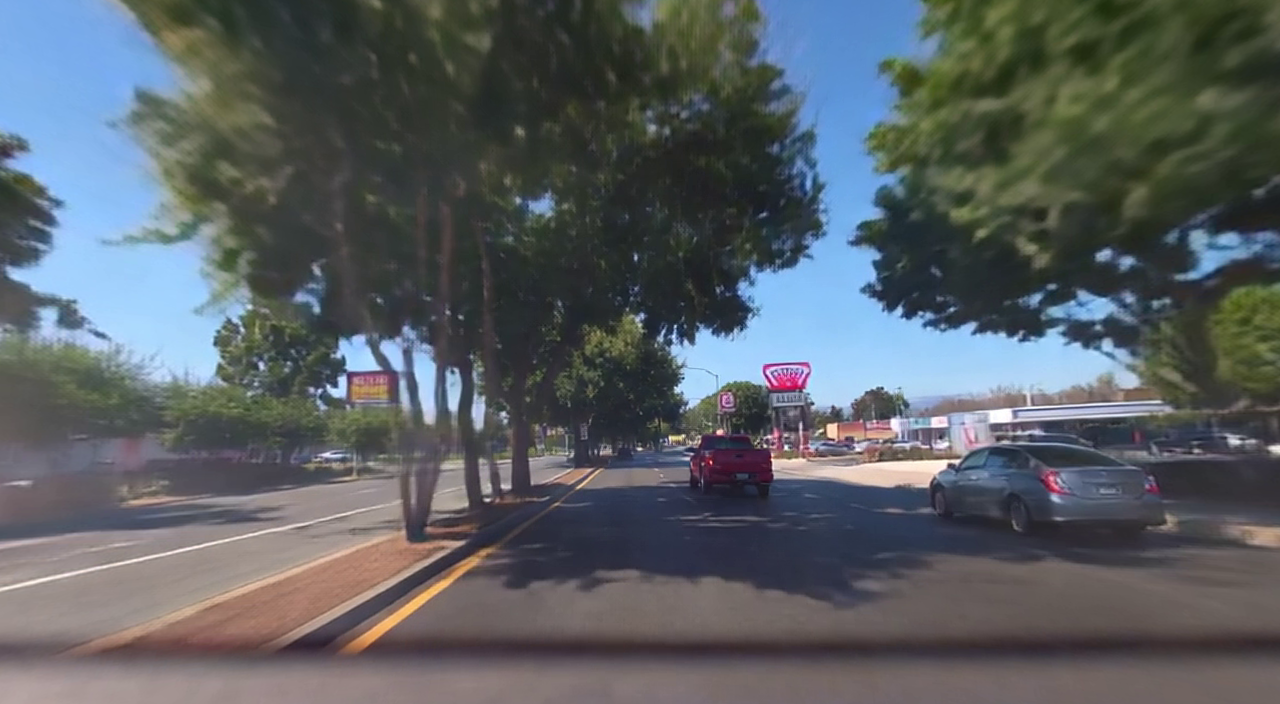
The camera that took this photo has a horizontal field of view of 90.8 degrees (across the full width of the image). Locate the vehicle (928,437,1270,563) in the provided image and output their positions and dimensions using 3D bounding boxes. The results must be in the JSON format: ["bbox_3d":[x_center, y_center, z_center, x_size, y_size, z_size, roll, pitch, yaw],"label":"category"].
[{"bbox_3d":[6.508,2.099,9.779,1.986,1.480,4.296,0,-9,-1],"label":"vehicle"}]

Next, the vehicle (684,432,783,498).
[{"bbox_3d":[2.662,3.396,19.378,2.214,1.749,4.998,0,-9,-1],"label":"vehicle"}]

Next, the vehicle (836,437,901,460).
[{"bbox_3d":[17.477,7.448,48.540,4.262,1.714,2.084,-1,-9,6],"label":"vehicle"}]
